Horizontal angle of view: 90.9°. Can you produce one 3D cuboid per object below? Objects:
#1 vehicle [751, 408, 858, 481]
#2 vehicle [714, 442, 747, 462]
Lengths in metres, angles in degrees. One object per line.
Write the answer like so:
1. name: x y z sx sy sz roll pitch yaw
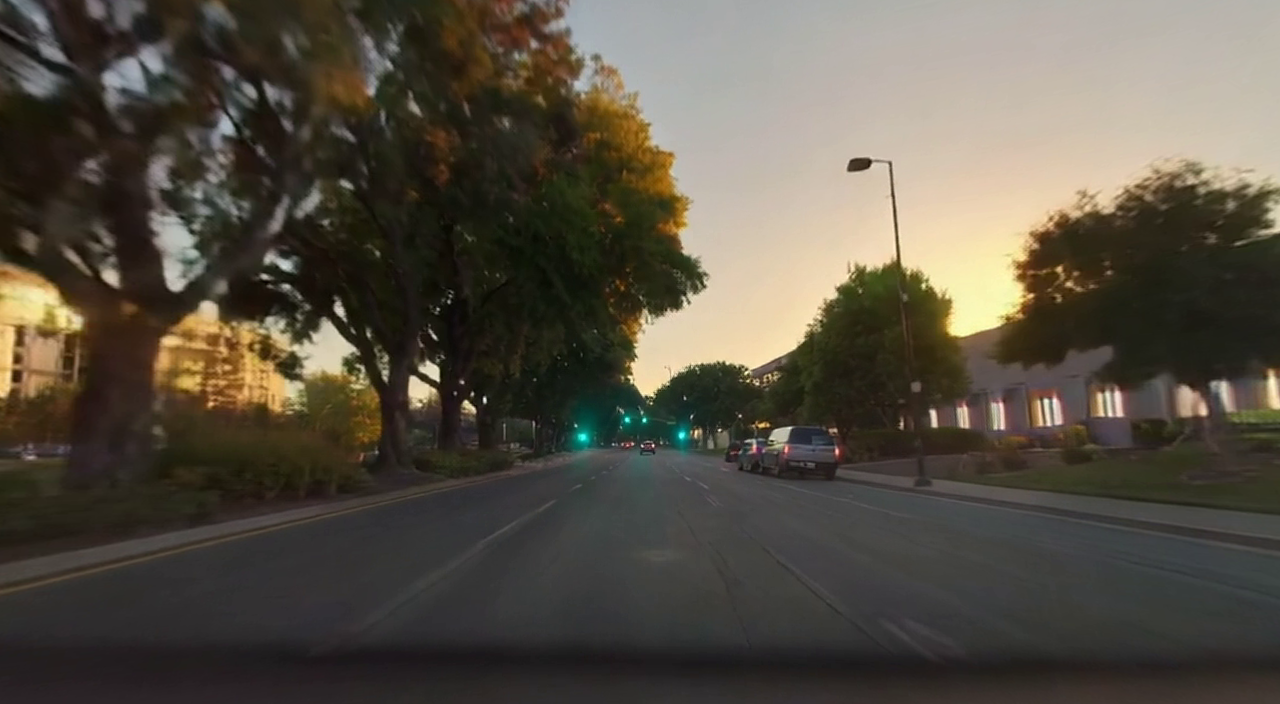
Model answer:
1. vehicle: 6.452 3.779 25.791 2.762 2.607 6.182 0 -8 1
2. vehicle: 7.030 7.862 49.501 1.847 1.472 4.846 0 -8 0
